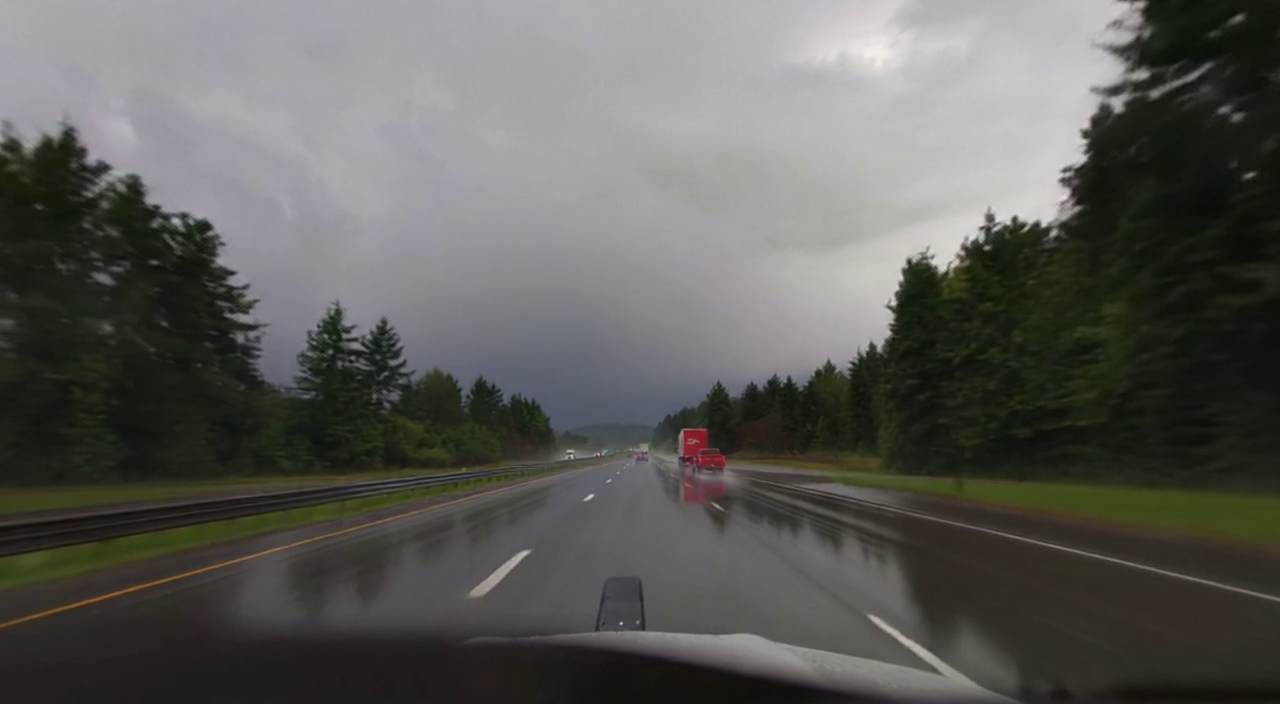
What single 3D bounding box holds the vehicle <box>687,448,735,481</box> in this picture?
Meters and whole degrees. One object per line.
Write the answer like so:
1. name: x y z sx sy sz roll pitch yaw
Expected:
1. vehicle: 3.642 5.817 32.876 2.019 1.601 3.953 0 -9 0
